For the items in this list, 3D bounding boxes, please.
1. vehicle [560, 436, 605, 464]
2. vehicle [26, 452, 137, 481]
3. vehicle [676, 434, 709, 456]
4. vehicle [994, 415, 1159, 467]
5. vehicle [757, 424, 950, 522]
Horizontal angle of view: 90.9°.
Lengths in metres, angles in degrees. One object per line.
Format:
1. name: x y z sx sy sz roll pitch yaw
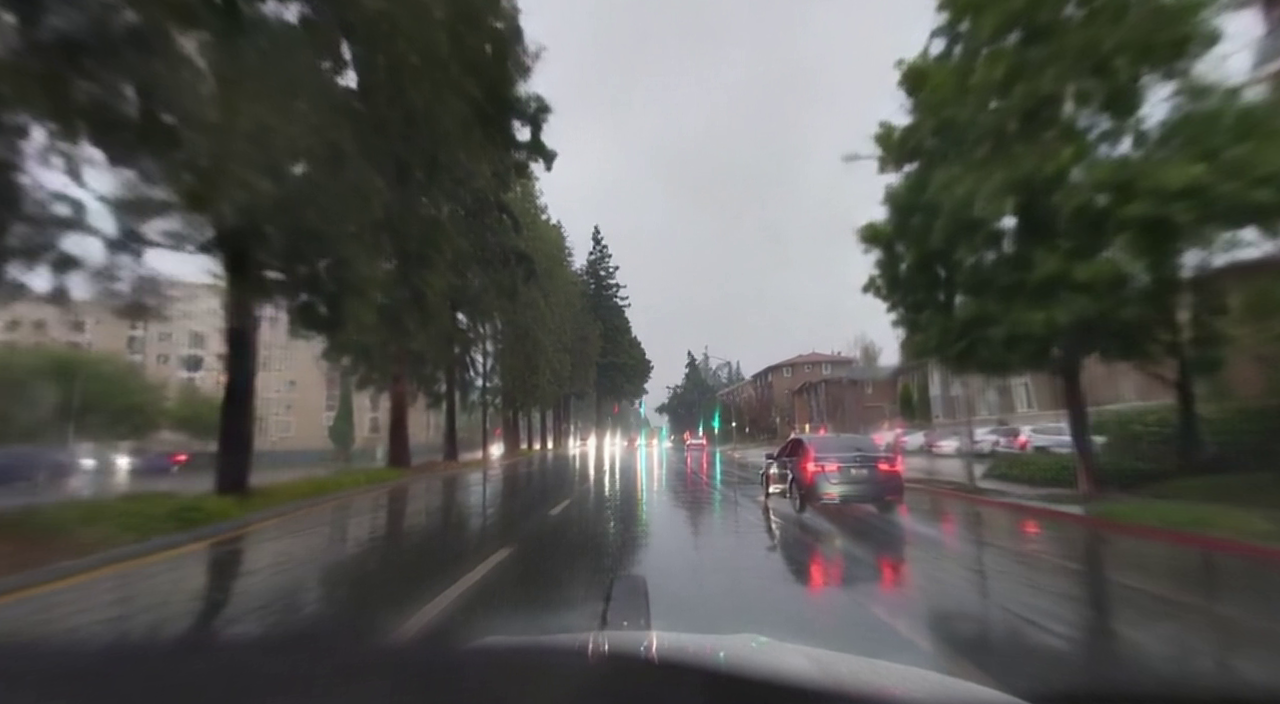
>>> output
1. vehicle: -3.190 5.592 35.987 2.049 1.485 4.656 0 -8 1
2. vehicle: -31.044 6.325 35.108 2.067 1.497 4.306 -8 -12 42
3. vehicle: 4.026 7.235 49.034 2.137 1.646 4.488 0 -9 0
4. vehicle: 15.748 3.257 22.953 4.410 1.795 2.078 0 -9 -1
5. vehicle: 3.730 2.217 12.092 2.128 1.502 4.572 0 -9 1
